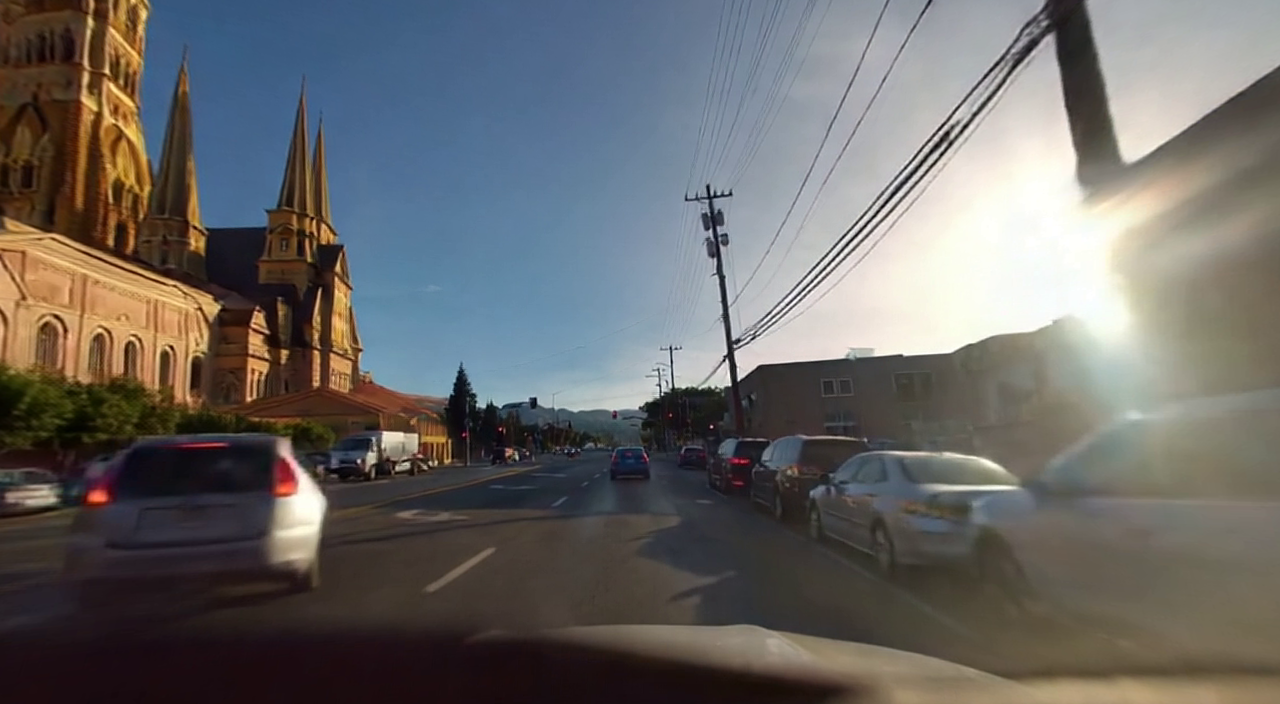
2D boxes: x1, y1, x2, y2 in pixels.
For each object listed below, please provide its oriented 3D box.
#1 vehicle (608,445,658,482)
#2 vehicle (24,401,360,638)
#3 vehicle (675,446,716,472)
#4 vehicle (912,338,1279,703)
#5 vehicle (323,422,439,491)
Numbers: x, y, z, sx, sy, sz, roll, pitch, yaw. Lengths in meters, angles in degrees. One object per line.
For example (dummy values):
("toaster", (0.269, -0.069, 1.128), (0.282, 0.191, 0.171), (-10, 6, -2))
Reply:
("vehicle", (-0.286, 4.853, 27.795), (2.049, 1.453, 4.299), (0, -9, 0))
("vehicle", (-5.072, 1.616, 7.161), (2.240, 1.731, 4.470), (7, -11, -39))
("vehicle", (3.481, 6.850, 40.570), (1.944, 1.530, 4.539), (0, -9, -4))
("vehicle", (3.595, 0.947, 3.086), (2.106, 1.750, 5.328), (2, -9, -1))
("vehicle", (-12.149, 4.943, 30.285), (2.961, 2.739, 6.276), (-4, -8, -1))
